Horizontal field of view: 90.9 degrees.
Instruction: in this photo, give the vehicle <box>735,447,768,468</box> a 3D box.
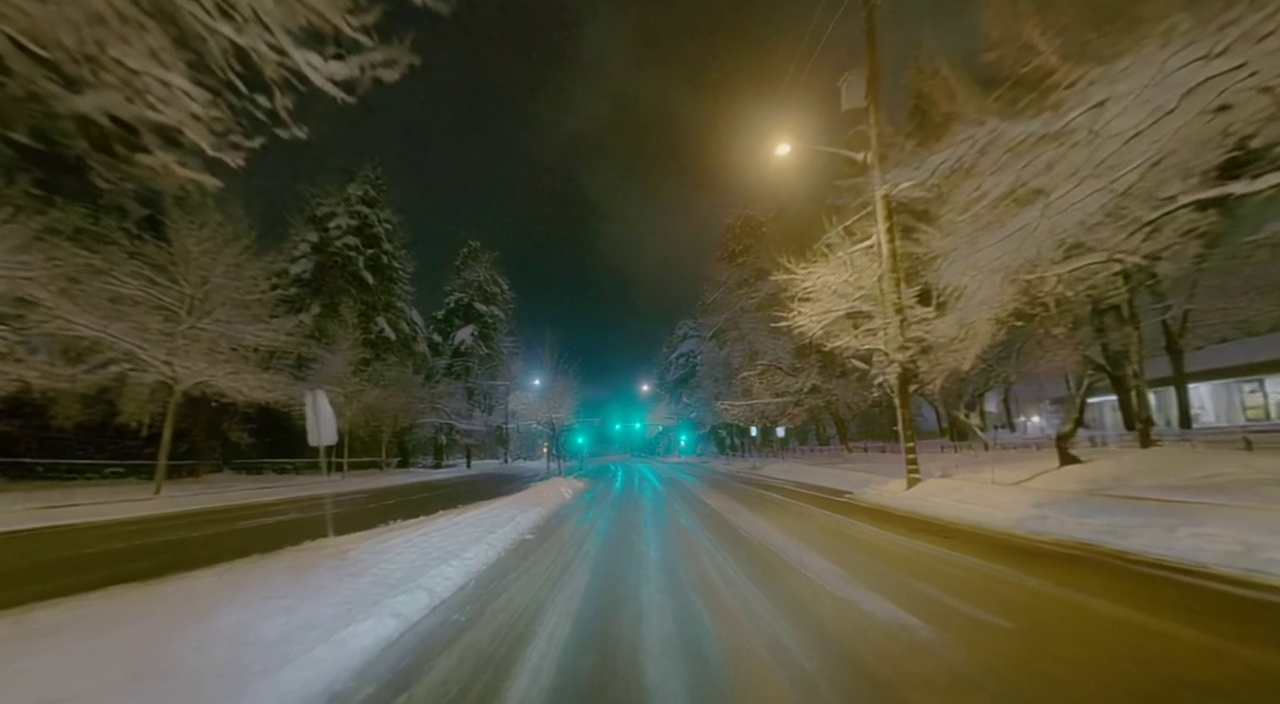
[{"bbox_3d":[8.460,8.029,48.137,1.868,1.437,4.254,-1,-8,3],"label":"vehicle"}]
